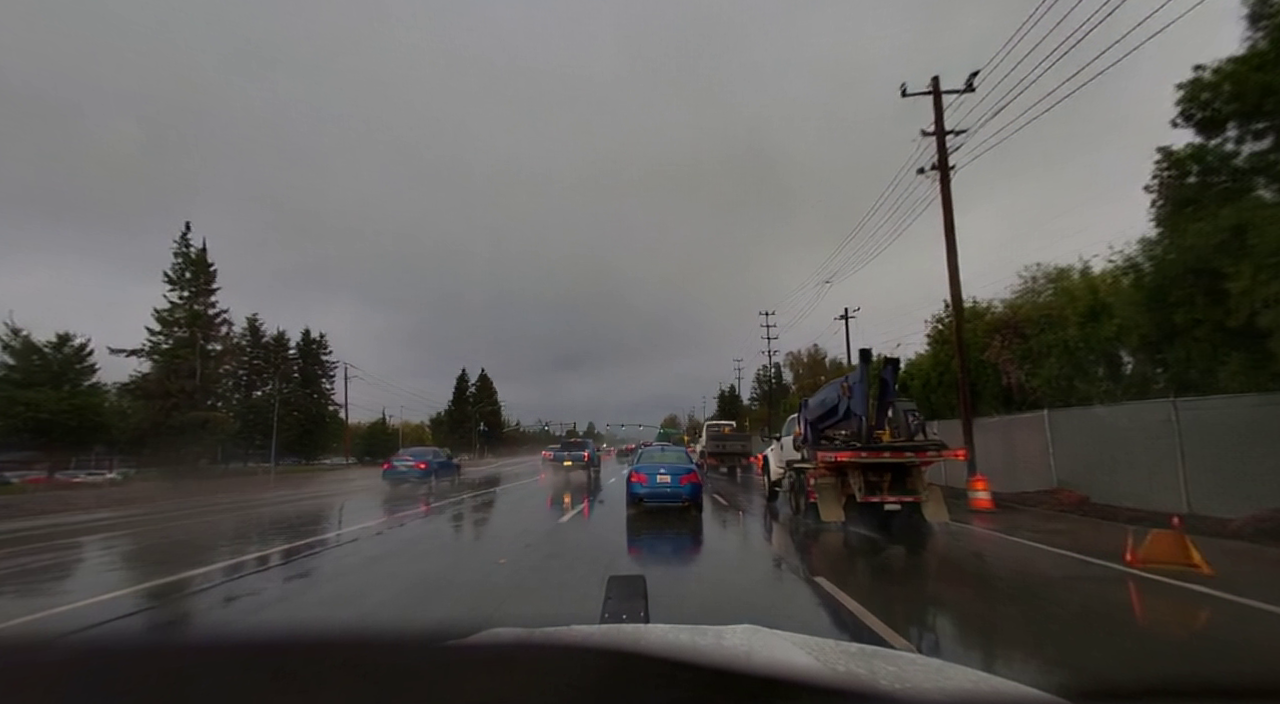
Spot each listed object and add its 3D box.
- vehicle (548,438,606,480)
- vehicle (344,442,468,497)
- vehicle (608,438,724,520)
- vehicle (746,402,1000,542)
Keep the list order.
[{"bbox_3d":[-2.719,4.721,28.037,1.989,1.729,4.184,0,-9,2],"label":"vehicle"},{"bbox_3d":[-7.138,3.611,19.903,2.018,1.490,4.926,0,-9,0],"label":"vehicle"},{"bbox_3d":[0.506,2.658,13.764,2.128,1.473,4.272,0,-9,1],"label":"vehicle"},{"bbox_3d":[3.906,2.208,12.312,2.555,2.017,6.201,0,-9,0],"label":"vehicle"}]
